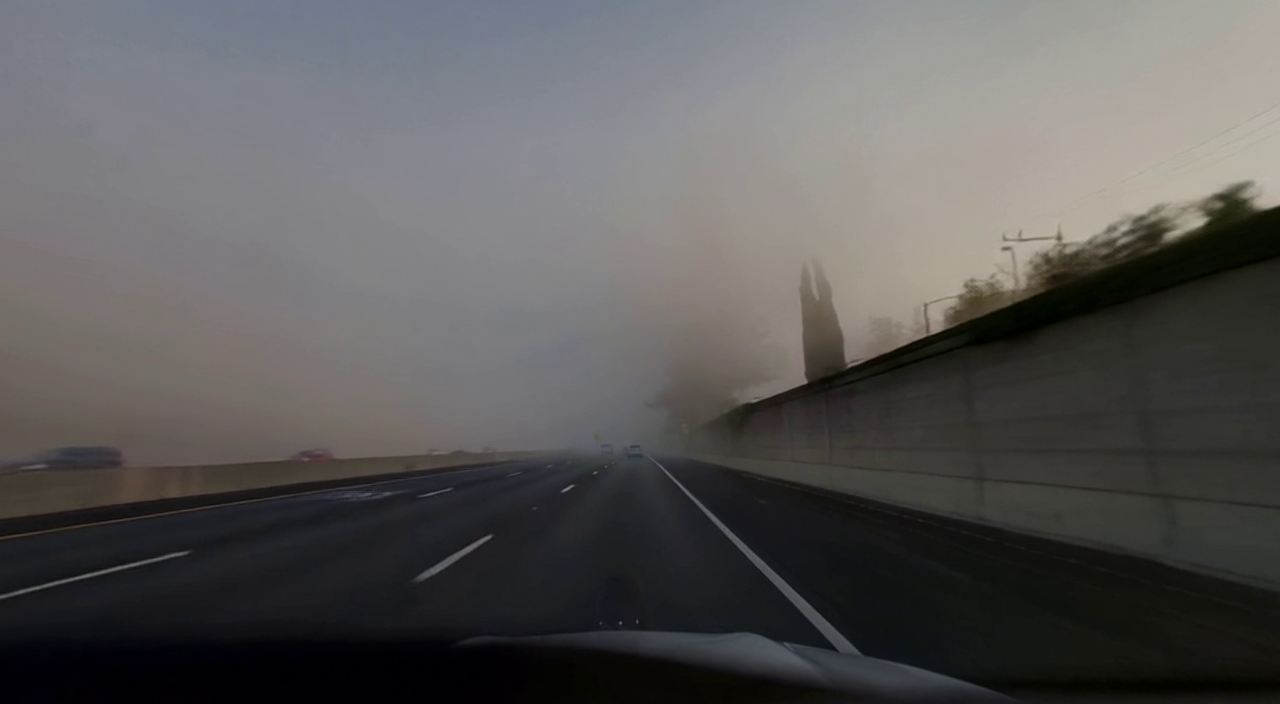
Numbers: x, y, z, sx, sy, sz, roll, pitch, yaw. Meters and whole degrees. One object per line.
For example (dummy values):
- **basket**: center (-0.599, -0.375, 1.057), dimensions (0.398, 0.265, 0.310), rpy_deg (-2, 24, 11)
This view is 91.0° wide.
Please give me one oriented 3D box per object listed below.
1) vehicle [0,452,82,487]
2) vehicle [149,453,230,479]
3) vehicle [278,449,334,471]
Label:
- **vehicle**: center (-33.930, 6.417, 34.770), dimensions (1.972, 1.772, 4.648), rpy_deg (0, -9, 0)
- **vehicle**: center (-30.002, 7.581, 42.130), dimensions (1.952, 1.600, 4.623), rpy_deg (0, -9, 0)
- **vehicle**: center (-26.160, 8.460, 49.507), dimensions (1.899, 1.662, 4.476), rpy_deg (0, -9, 1)
